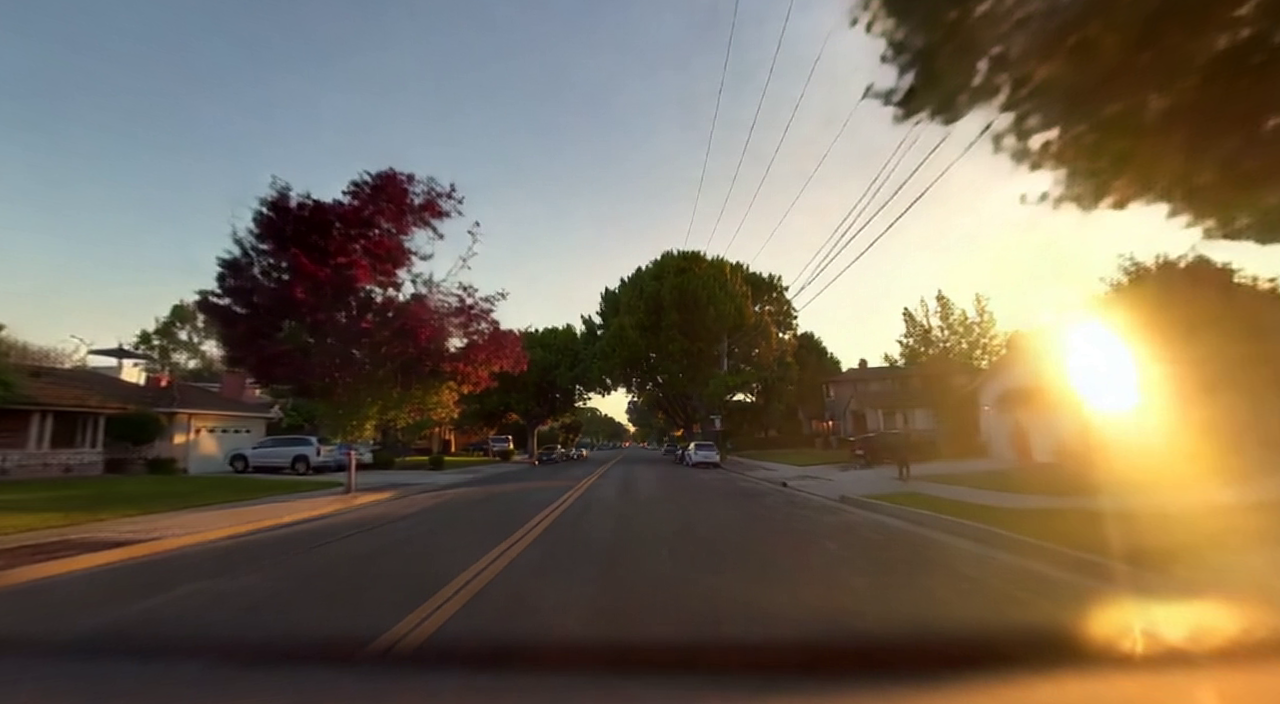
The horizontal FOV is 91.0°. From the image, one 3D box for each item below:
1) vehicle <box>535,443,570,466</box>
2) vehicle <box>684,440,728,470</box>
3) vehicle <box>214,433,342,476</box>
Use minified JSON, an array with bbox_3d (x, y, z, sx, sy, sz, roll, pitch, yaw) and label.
[{"bbox_3d":[-6.595,7.725,47.827,1.985,1.497,4.655,-3,-8,0],"label":"vehicle"},{"bbox_3d":[3.648,5.802,35.651,1.917,1.569,4.460,0,-8,-1],"label":"vehicle"},{"bbox_3d":[-15.492,4.397,27.115,4.320,1.767,1.951,-1,-8,1],"label":"vehicle"}]
